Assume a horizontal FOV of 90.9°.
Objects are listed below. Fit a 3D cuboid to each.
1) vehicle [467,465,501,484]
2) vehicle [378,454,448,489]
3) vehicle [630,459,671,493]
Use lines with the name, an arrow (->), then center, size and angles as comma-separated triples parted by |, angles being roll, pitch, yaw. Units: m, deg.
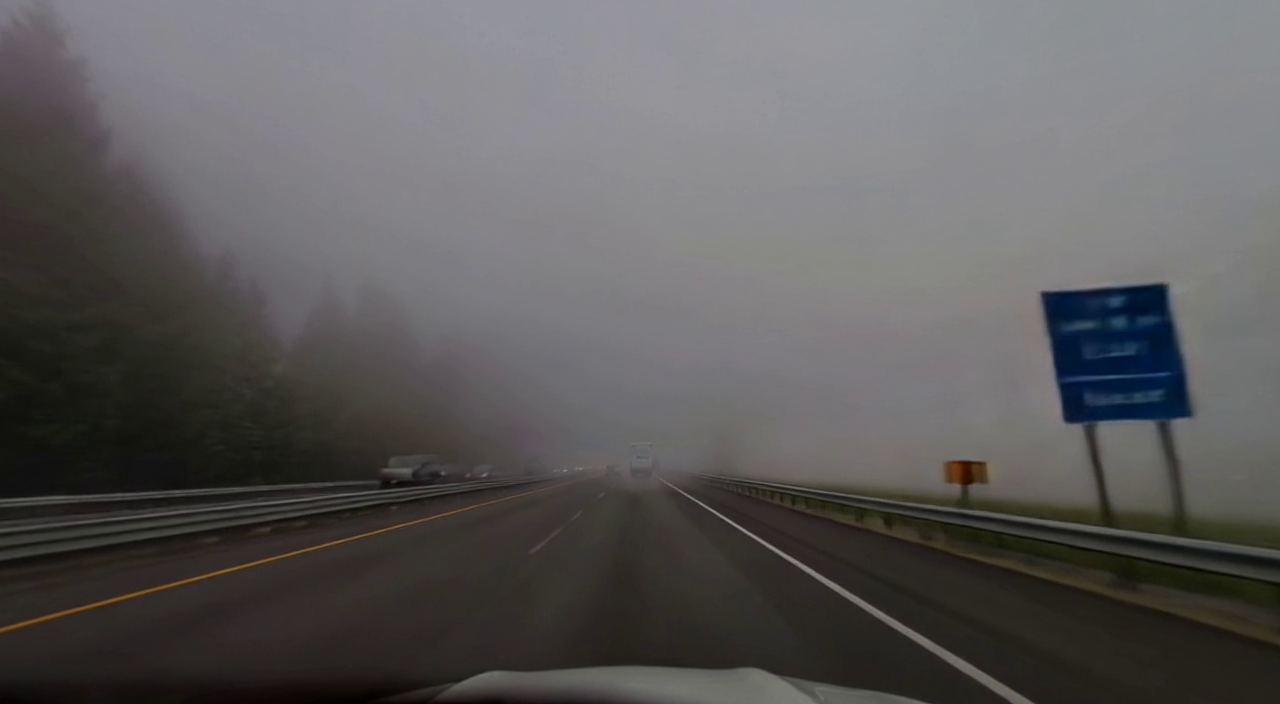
vehicle -> -12.094, 9.496, 49.066 | 1.679, 1.388, 3.355 | 1, -10, 1
vehicle -> -11.702, 6.220, 32.780 | 1.984, 1.648, 4.195 | 1, -10, 0
vehicle -> 0.547, 6.711, 34.327 | 2.048, 1.663, 4.377 | 1, -10, 0
